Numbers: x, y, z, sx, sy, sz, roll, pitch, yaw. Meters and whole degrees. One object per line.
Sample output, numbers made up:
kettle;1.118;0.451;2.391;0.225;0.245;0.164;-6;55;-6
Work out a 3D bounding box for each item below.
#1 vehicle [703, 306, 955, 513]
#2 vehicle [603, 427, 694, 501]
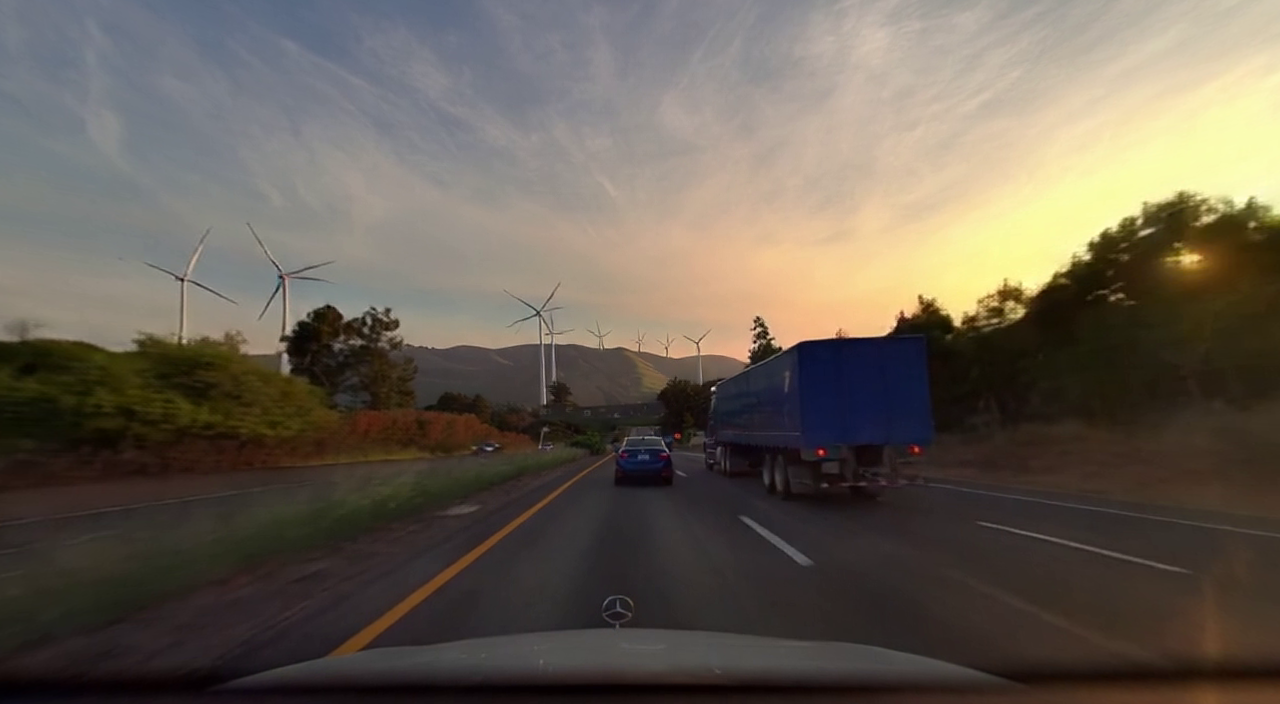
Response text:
vehicle;4.503;2.087;20.011;3.129;4.126;14.913;0;-8;-1
vehicle;0.172;2.793;16.267;2.038;1.624;4.312;0;-8;-1
